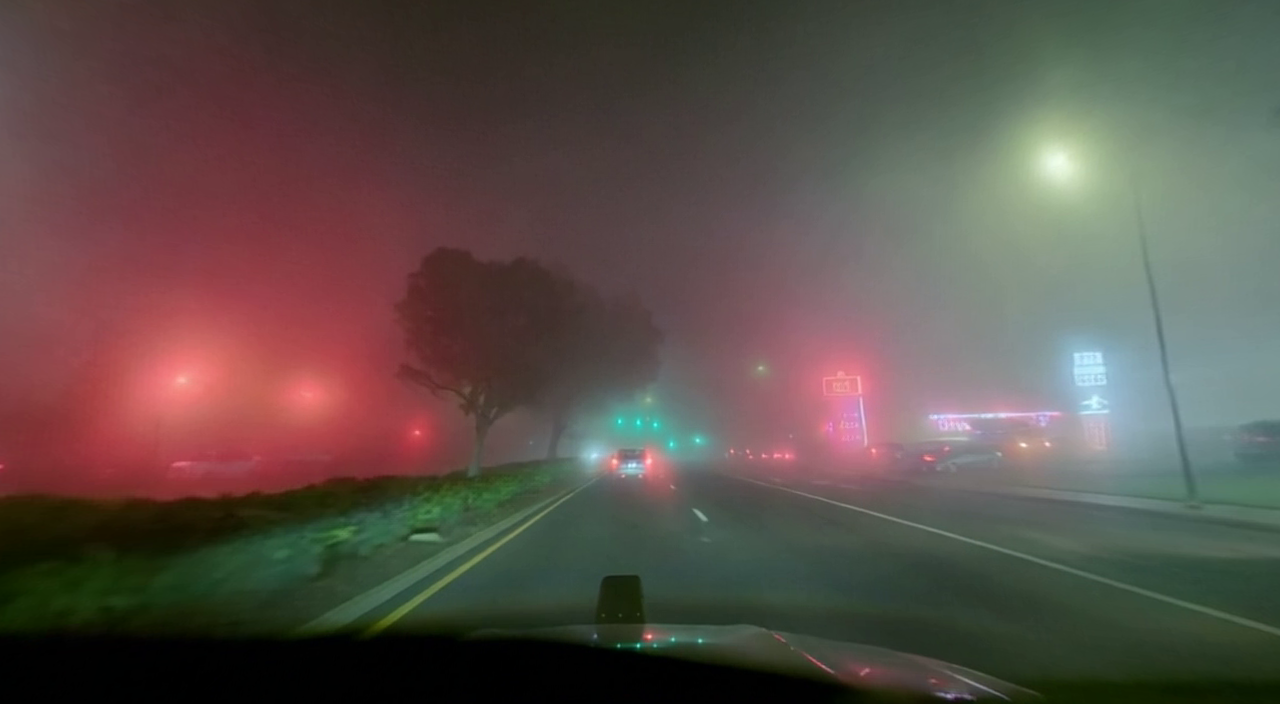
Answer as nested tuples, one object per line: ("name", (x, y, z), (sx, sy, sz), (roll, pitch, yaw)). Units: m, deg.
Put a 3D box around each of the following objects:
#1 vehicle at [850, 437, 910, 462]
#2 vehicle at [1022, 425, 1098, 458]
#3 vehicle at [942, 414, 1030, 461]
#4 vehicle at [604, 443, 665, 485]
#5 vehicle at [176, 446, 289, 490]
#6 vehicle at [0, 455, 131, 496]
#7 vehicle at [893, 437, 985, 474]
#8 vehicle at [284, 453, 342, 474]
("vehicle", (18.653, 7.615, 49.448), (2.253, 1.771, 5.722), (0, -8, -2))
("vehicle", (32.780, 7.046, 49.561), (2.209, 2.346, 5.394), (-2, -8, 2))
("vehicle", (27.014, 6.763, 49.766), (2.764, 3.374, 7.305), (0, -8, 0))
("vehicle", (-0.220, 4.359, 24.935), (2.185, 1.473, 3.925), (0, -8, -1))
("vehicle", (-19.315, 5.478, 30.303), (2.129, 1.794, 4.967), (-2, -8, 0))
("vehicle", (-24.008, 5.046, 26.274), (1.915, 1.460, 4.717), (0, -8, -3))
("vehicle", (15.873, 5.527, 33.931), (2.377, 1.783, 5.145), (0, -8, -1))
("vehicle", (-24.775, 8.421, 48.079), (1.893, 1.451, 4.809), (0, -8, -1))
